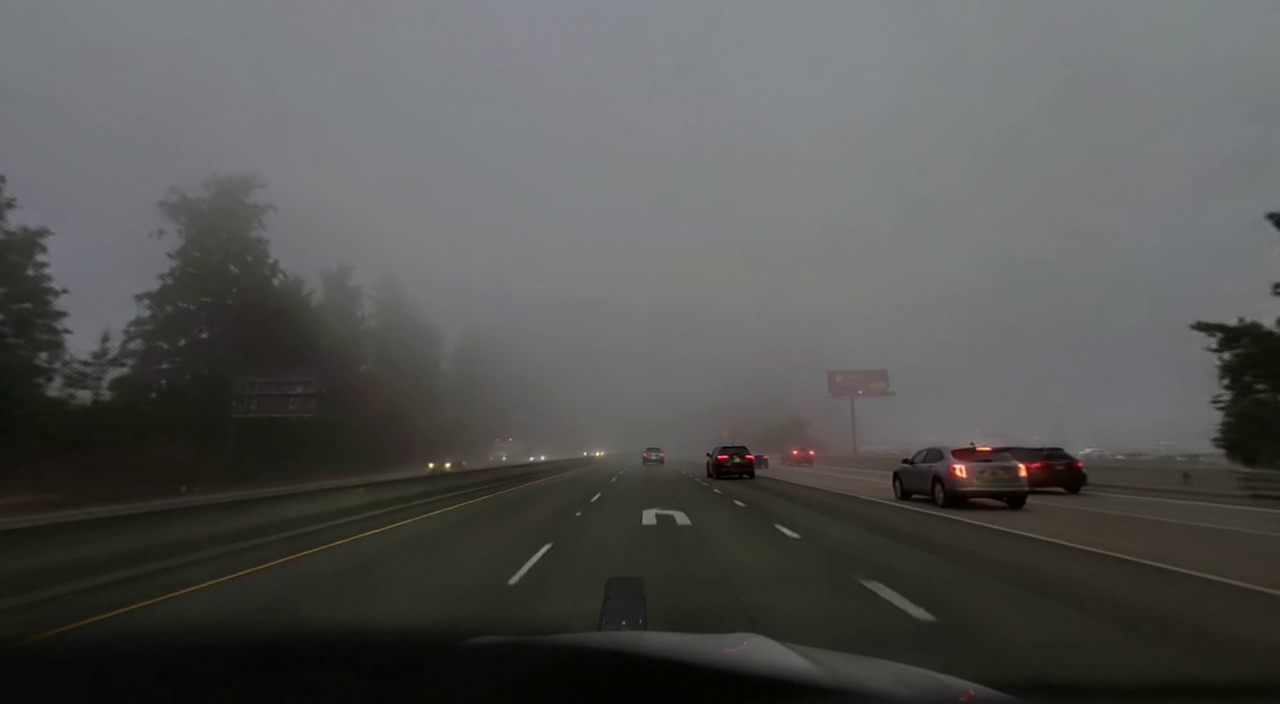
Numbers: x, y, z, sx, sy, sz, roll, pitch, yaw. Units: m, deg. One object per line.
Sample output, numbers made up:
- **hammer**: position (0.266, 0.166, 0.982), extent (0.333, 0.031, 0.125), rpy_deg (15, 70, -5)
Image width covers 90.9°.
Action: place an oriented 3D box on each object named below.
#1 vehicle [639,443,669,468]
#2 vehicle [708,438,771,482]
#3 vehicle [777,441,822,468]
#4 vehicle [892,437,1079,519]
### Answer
- **vehicle**: position (1.012, 7.817, 47.872), extent (2.145, 1.832, 4.004), rpy_deg (0, -8, 0)
- **vehicle**: position (4.546, 4.985, 29.542), extent (2.075, 1.845, 4.667), rpy_deg (0, -8, -1)
- **vehicle**: position (11.510, 7.418, 45.768), extent (2.028, 1.801, 4.503), rpy_deg (0, -8, -1)
- **vehicle**: position (7.582, 2.761, 14.437), extent (1.807, 1.558, 4.352), rpy_deg (0, -8, 0)
